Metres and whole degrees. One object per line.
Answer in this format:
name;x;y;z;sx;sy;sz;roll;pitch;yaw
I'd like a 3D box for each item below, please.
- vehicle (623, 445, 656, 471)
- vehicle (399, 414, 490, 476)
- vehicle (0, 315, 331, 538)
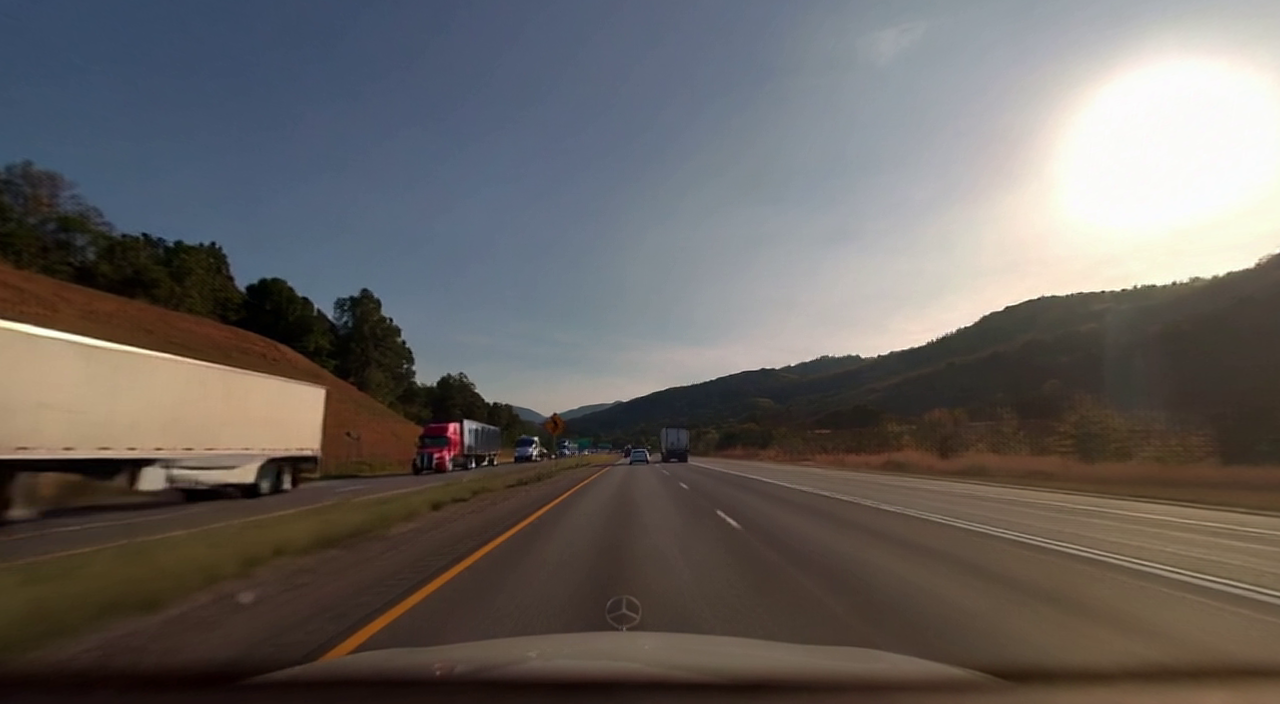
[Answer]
vehicle;-0.031;7.158;42.908;2.137;1.689;4.051;0;-9;0
vehicle;-13.111;6.457;43.668;2.919;3.755;10.586;0;-9;0
vehicle;-12.970;2.068;16.171;2.859;3.965;14.502;0;-9;-1
